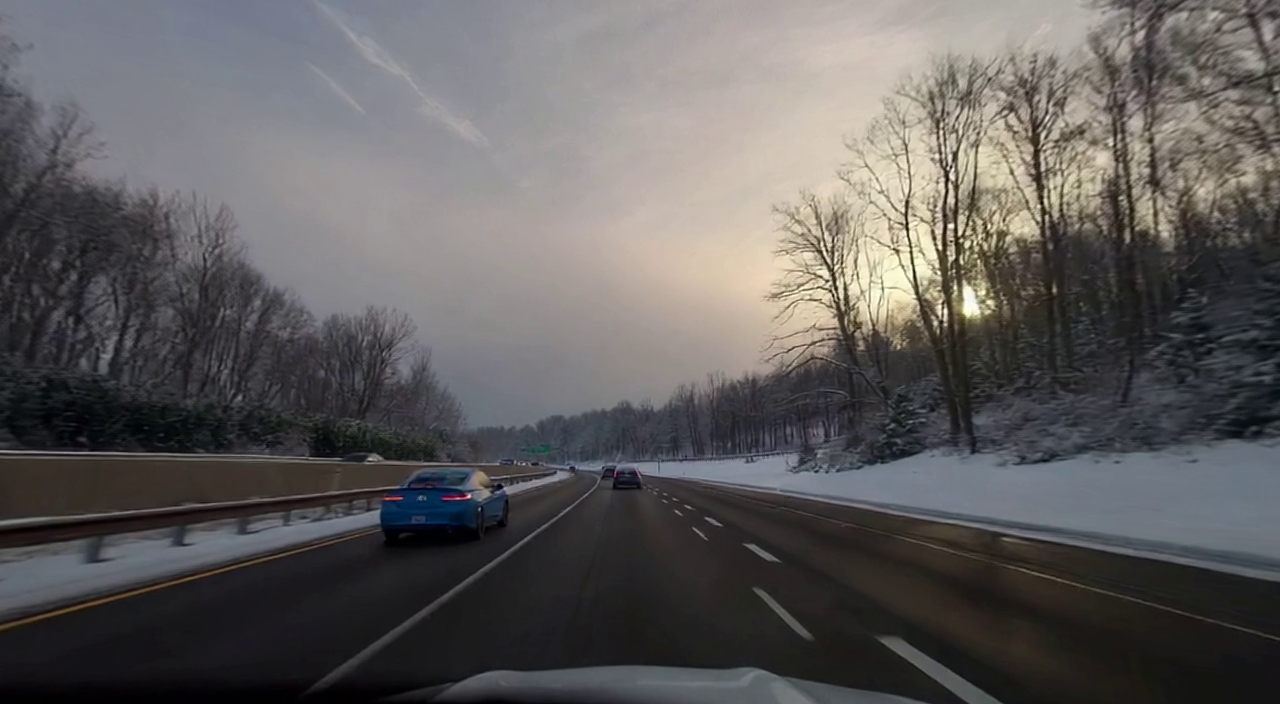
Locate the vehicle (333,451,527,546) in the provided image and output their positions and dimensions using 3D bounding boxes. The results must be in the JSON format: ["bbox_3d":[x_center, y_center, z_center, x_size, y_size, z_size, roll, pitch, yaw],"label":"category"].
[{"bbox_3d":[-3.897,2.859,12.811,2.310,1.521,4.731,1,-11,0],"label":"vehicle"}]

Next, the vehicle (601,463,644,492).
[{"bbox_3d":[-0.979,7.388,37.277,2.363,1.526,4.687,1,-11,0],"label":"vehicle"}]
